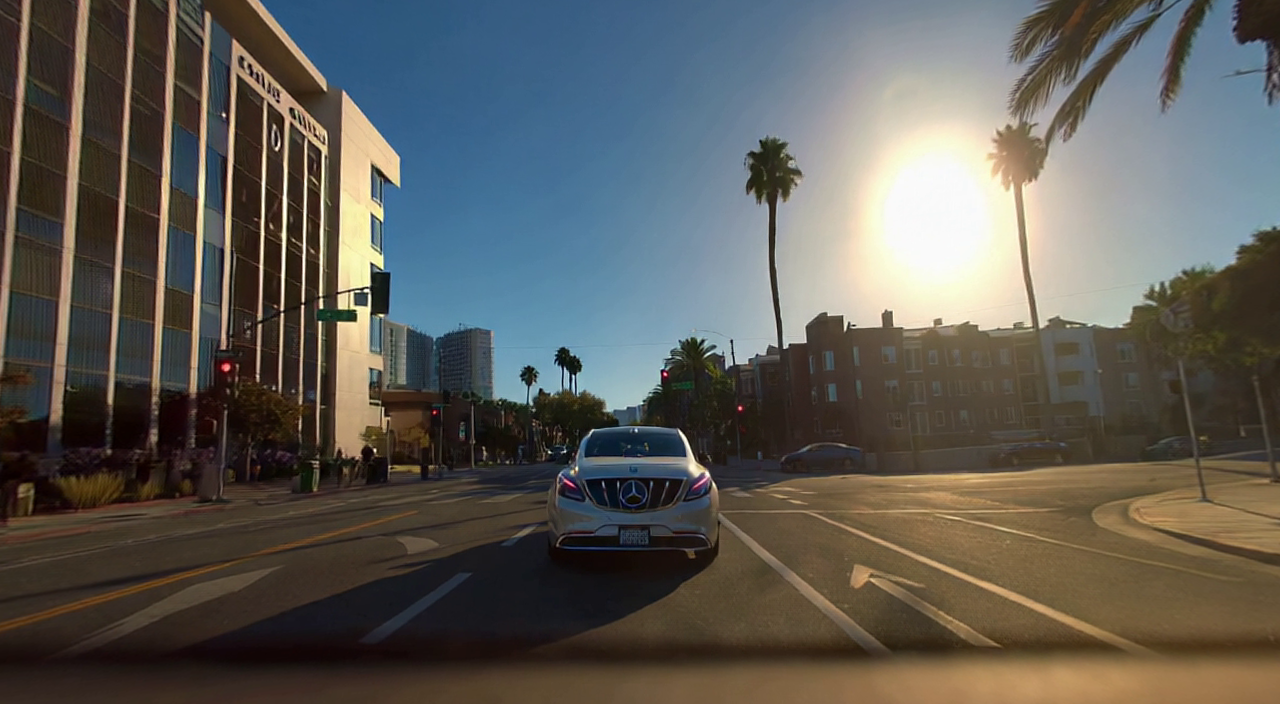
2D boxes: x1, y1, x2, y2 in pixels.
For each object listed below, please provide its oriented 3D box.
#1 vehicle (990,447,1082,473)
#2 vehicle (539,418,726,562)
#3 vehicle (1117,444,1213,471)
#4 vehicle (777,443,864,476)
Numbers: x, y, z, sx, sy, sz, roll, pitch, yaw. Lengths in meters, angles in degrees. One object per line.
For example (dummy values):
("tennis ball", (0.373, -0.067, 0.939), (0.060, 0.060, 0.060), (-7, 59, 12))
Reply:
("vehicle", (24.202, 6.596, 38.676), (4.417, 1.462, 1.761), (0, -8, -1))
("vehicle", (-0.084, 1.873, 9.229), (2.144, 1.643, 3.770), (0, -8, 0))
("vehicle", (32.167, 6.468, 38.772), (4.234, 1.613, 1.812), (0, -8, -1))
("vehicle", (10.435, 6.177, 36.462), (4.649, 1.760, 2.029), (-3, -9, 19))
